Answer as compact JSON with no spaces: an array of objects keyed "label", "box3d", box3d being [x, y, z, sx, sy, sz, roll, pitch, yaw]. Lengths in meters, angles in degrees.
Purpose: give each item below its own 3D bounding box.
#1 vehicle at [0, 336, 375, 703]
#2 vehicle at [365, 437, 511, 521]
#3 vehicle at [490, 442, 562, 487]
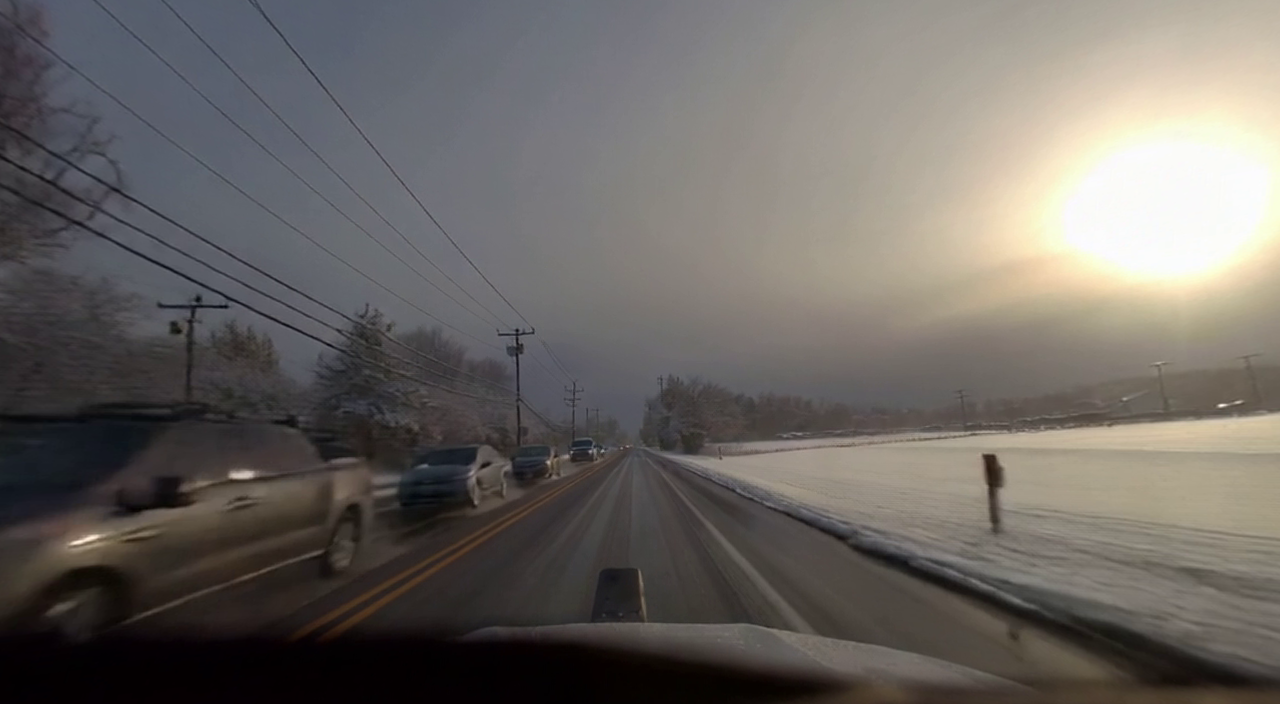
[{"label":"vehicle","box3d":[-4.151,1.213,4.963,2.261,1.901,4.549,-3,-8,-1]},{"label":"vehicle","box3d":[-4.679,2.960,15.527,2.153,1.630,4.822,-2,-8,-2]},{"label":"vehicle","box3d":[-4.738,4.717,27.007,2.224,1.612,4.927,-3,-8,-1]}]
